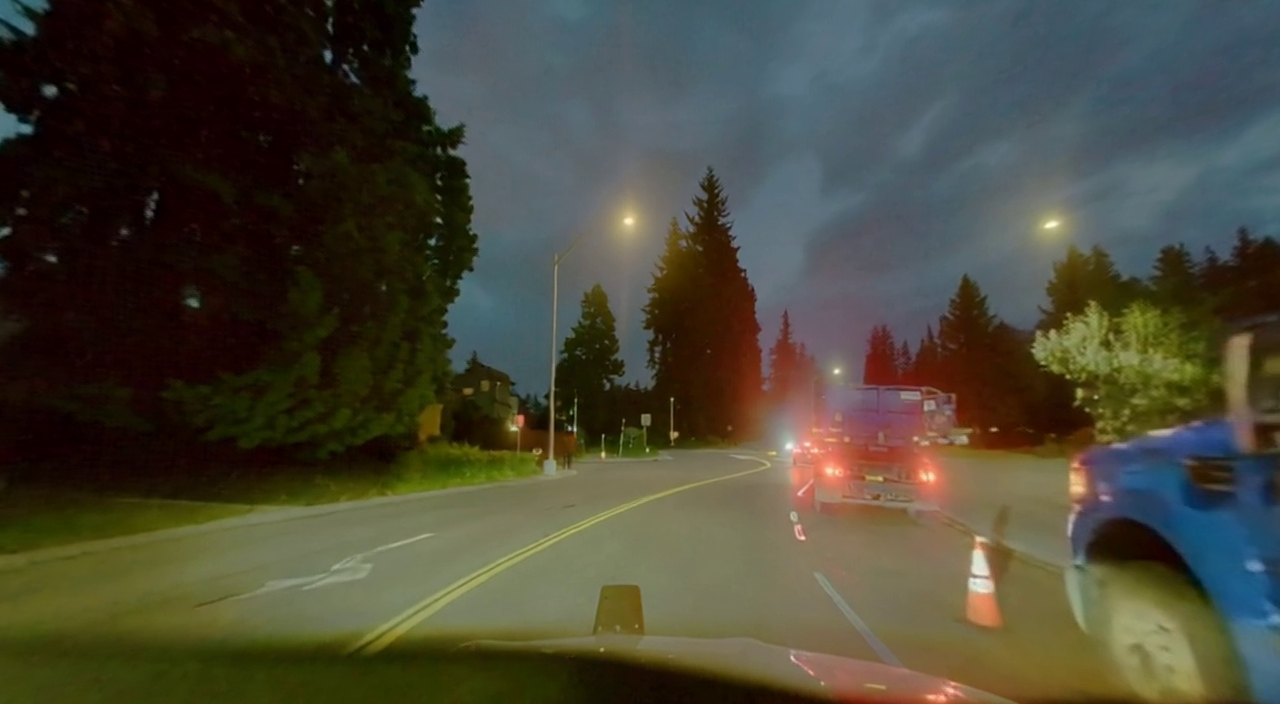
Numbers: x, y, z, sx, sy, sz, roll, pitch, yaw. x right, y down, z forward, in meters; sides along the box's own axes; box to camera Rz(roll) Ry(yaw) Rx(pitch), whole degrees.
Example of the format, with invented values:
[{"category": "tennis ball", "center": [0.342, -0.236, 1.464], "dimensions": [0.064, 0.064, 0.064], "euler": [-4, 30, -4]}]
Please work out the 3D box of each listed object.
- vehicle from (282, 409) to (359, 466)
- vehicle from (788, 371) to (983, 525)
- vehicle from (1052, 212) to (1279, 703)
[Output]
[{"category": "vehicle", "center": [-14.654, 3.918, 29.074], "dimensions": [2.665, 2.465, 1.532], "euler": [4, -7, -13]}, {"category": "vehicle", "center": [5.313, 2.044, 14.451], "dimensions": [3.098, 2.601, 6.758], "euler": [-3, -7, 18]}, {"category": "vehicle", "center": [3.261, 0.587, 1.955], "dimensions": [1.913, 2.241, 3.024], "euler": [0, -7, 2]}]
